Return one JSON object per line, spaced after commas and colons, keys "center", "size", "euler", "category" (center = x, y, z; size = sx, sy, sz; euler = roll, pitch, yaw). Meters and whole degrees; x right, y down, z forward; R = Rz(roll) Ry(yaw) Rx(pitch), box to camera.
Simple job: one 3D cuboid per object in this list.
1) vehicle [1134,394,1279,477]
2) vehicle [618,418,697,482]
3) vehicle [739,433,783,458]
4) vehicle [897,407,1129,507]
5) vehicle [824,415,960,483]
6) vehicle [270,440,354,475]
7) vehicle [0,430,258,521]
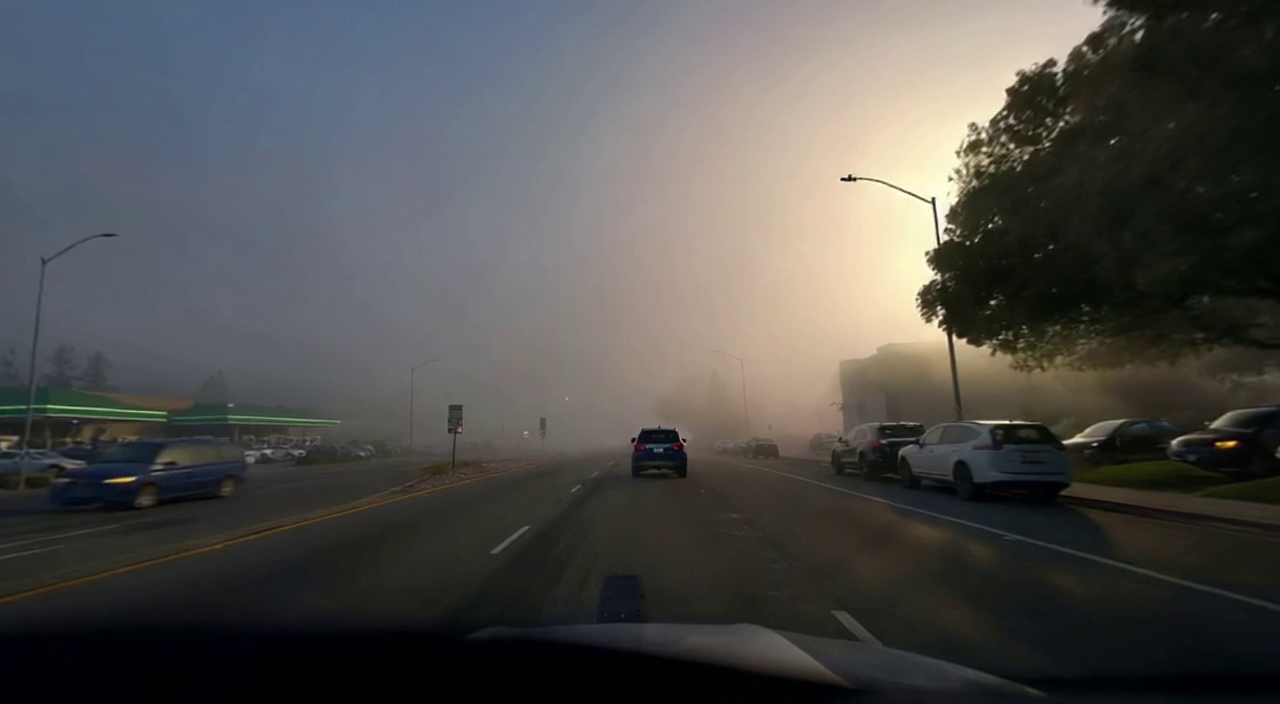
{"center": [13.659, 1.844, 13.726], "size": [1.844, 1.650, 4.415], "euler": [1, -8, -5], "category": "vehicle"}
{"center": [0.573, 3.245, 20.978], "size": [2.317, 1.857, 5.150], "euler": [0, -8, 1], "category": "vehicle"}
{"center": [7.616, 5.927, 39.929], "size": [1.818, 1.459, 4.806], "euler": [0, -8, 0], "category": "vehicle"}
{"center": [7.471, 2.172, 13.321], "size": [1.970, 1.744, 4.662], "euler": [0, -8, -1], "category": "vehicle"}
{"center": [7.373, 2.917, 19.036], "size": [2.032, 1.776, 4.782], "euler": [0, -8, -1], "category": "vehicle"}
{"center": [-17.571, 5.638, 33.941], "size": [1.995, 1.740, 4.673], "euler": [0, -8, 0], "category": "vehicle"}
{"center": [-10.916, 2.633, 13.990], "size": [2.002, 1.694, 4.384], "euler": [0, -8, 0], "category": "vehicle"}
